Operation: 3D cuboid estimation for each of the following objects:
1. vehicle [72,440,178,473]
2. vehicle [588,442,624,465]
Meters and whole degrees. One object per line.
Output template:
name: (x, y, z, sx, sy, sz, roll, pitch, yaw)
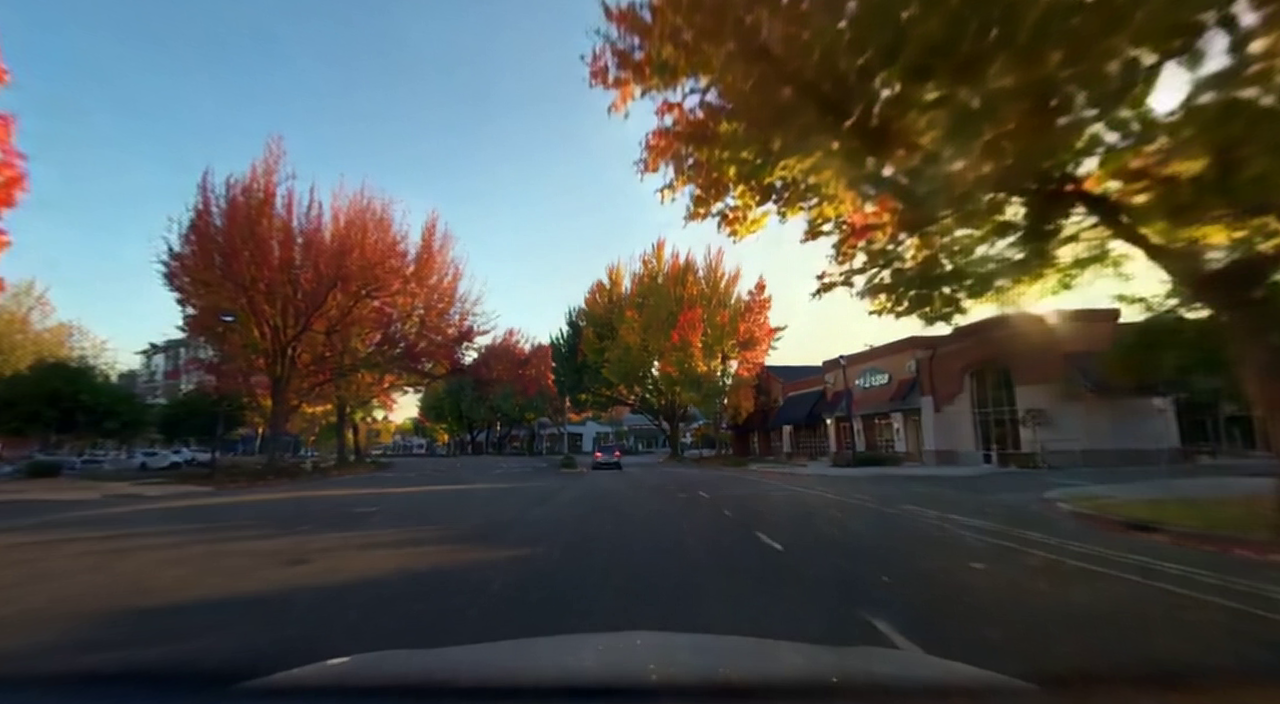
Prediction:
vehicle: (-35.681, 7.303, 43.791, 5.135, 1.689, 2.269, -3, -11, -15)
vehicle: (-2.403, 7.057, 44.138, 2.018, 1.512, 4.304, 1, -8, -10)
